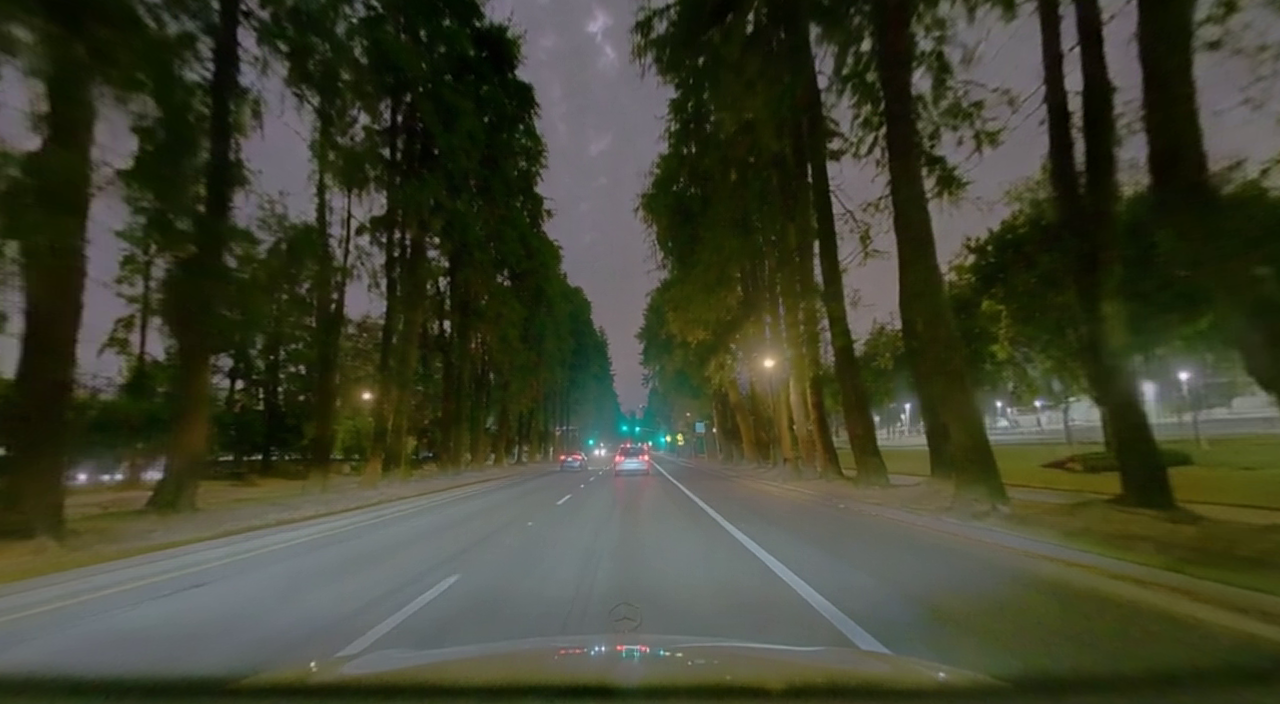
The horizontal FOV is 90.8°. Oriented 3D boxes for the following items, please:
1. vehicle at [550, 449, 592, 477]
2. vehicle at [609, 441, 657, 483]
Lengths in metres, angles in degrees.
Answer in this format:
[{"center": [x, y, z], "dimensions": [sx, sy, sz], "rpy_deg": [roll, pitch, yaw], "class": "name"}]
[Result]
[{"center": [-3.991, 6.492, 37.295], "dimensions": [1.936, 1.538, 4.016], "rpy_deg": [0, -9, 1], "class": "vehicle"}, {"center": [-0.308, 4.945, 28.738], "dimensions": [2.018, 1.769, 3.897], "rpy_deg": [0, -9, -1], "class": "vehicle"}]
